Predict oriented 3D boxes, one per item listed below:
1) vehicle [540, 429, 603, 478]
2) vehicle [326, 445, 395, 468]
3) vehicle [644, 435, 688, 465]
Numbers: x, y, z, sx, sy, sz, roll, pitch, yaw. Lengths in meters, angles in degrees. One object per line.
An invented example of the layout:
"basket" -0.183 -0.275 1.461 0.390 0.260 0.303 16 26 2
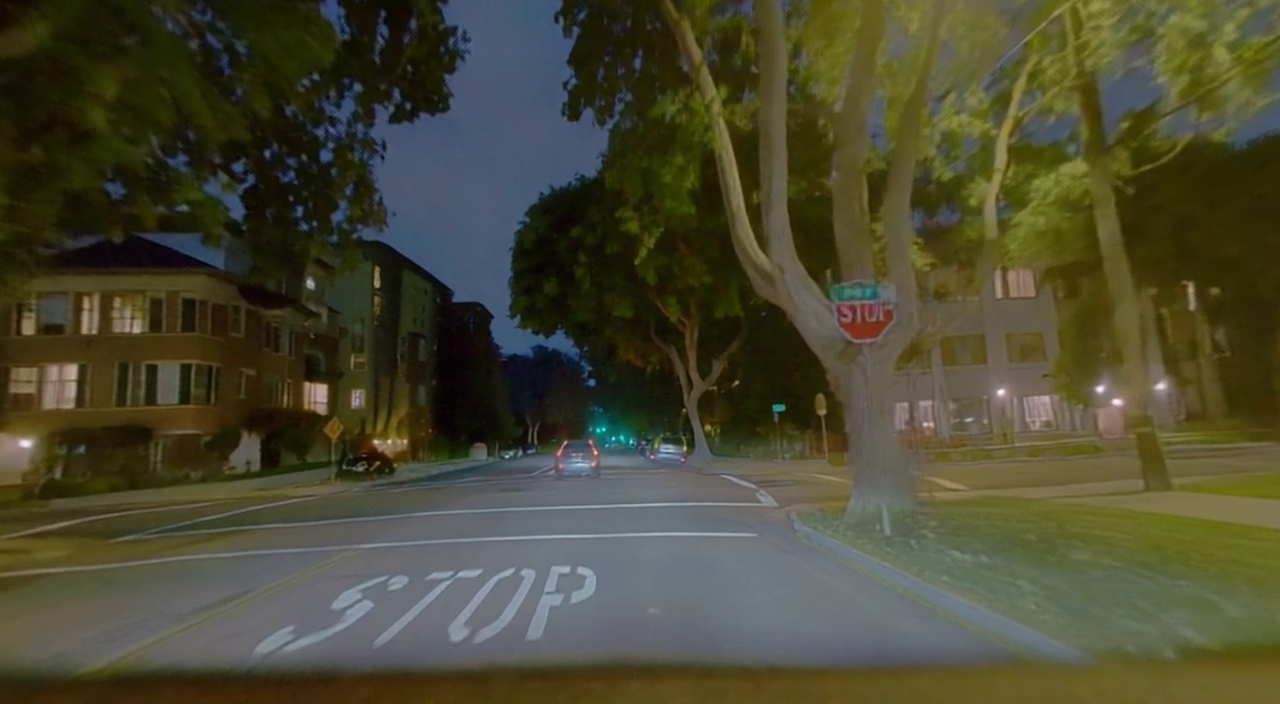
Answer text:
"vehicle" -2.540 3.907 24.466 2.172 1.722 4.201 0 -8 -3
"vehicle" -19.069 7.140 43.101 3.806 1.501 1.892 0 -8 -2
"vehicle" 1.412 5.524 35.670 1.987 1.608 3.883 1 -8 -5
